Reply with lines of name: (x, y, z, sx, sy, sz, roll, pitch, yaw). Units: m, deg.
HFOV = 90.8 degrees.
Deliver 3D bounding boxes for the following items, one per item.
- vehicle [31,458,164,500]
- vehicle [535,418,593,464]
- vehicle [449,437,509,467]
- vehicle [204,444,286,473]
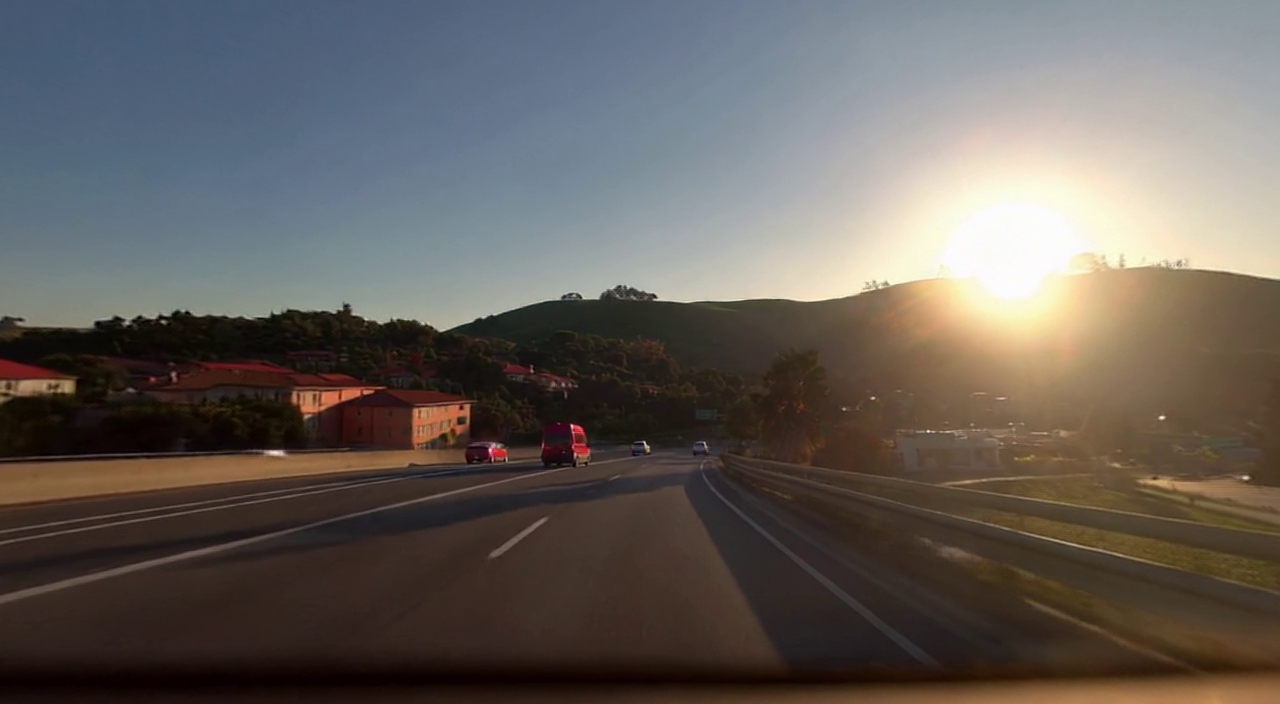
vehicle: (-21.331, 4.970, 25.060, 1.764, 1.429, 3.851, 0, -8, 2)
vehicle: (-4.784, 5.761, 40.909, 2.314, 2.703, 6.441, -1, -8, 6)
vehicle: (-8.769, 5.498, 34.825, 1.821, 1.524, 4.342, -1, -8, 6)
vehicle: (-25.268, 6.810, 40.659, 2.042, 1.739, 4.580, -1, -8, 4)
